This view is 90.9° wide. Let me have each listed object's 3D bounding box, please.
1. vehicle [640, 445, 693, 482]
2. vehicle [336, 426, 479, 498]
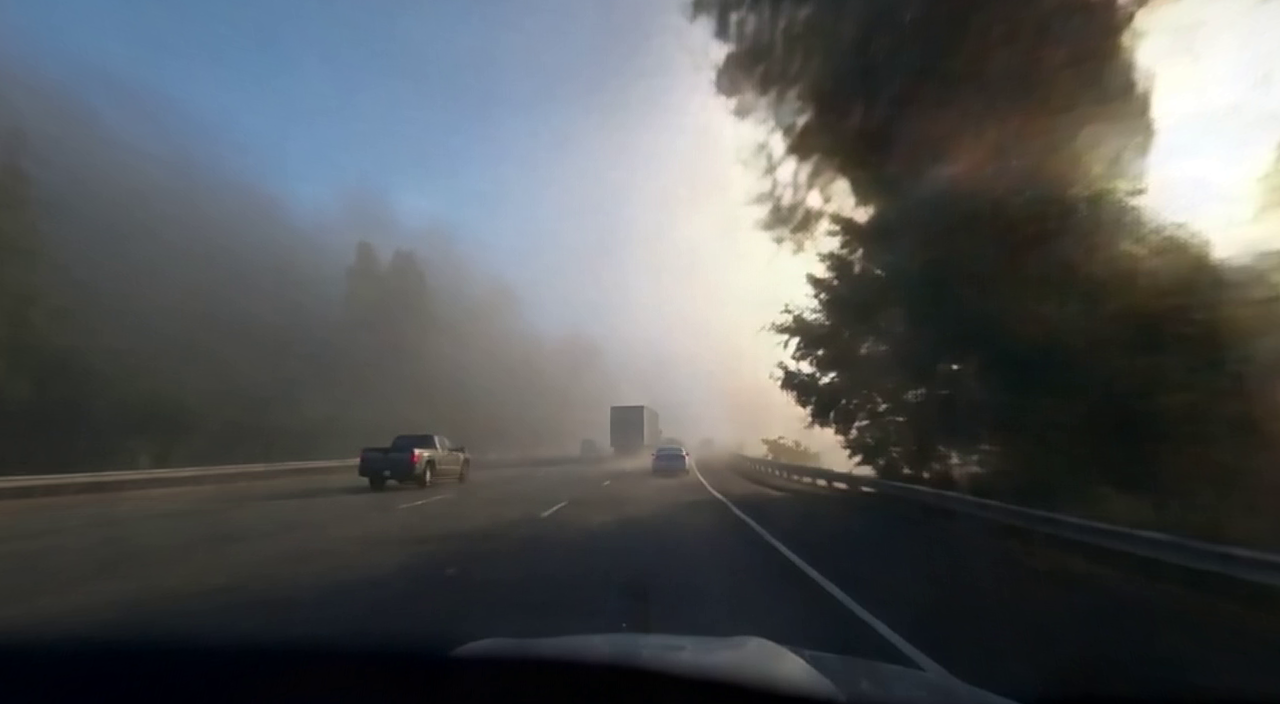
[{"bbox_3d":[1.110,4.482,25.672,1.984,1.365,3.767,-1,-9,3],"label":"vehicle"},{"bbox_3d":[-6.564,3.174,18.563,2.142,1.833,4.854,-1,-9,3],"label":"vehicle"}]
